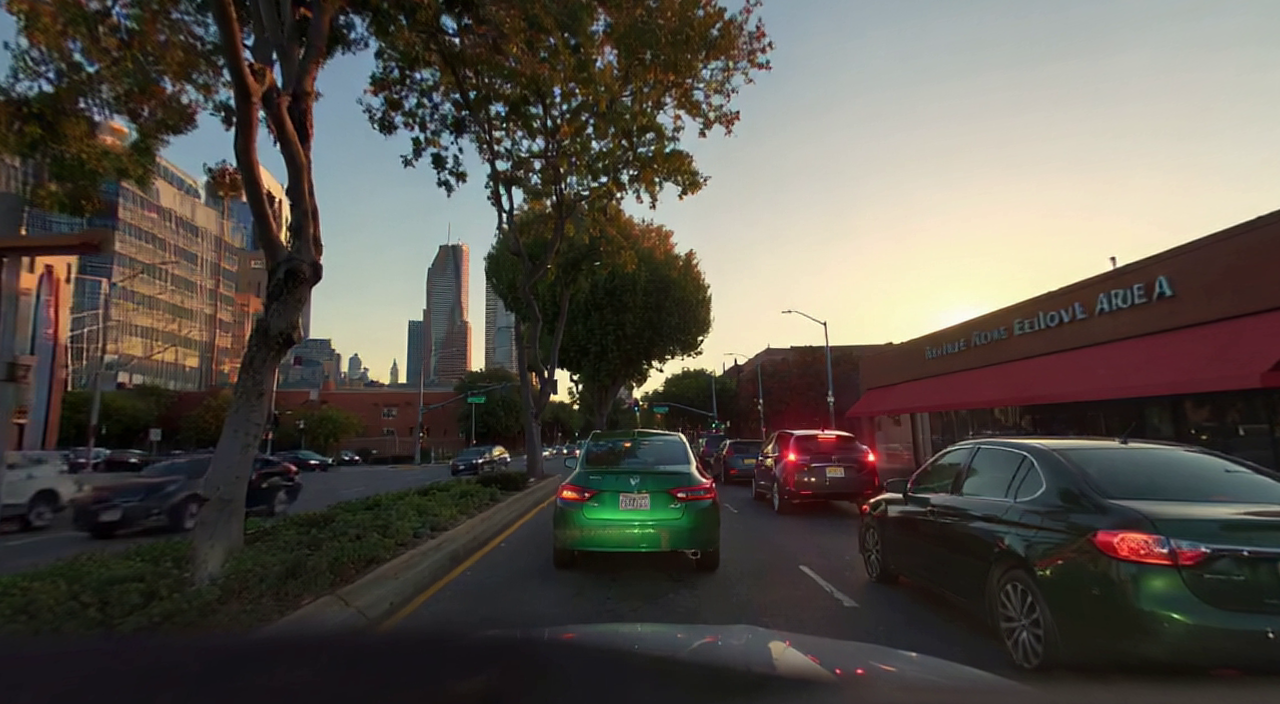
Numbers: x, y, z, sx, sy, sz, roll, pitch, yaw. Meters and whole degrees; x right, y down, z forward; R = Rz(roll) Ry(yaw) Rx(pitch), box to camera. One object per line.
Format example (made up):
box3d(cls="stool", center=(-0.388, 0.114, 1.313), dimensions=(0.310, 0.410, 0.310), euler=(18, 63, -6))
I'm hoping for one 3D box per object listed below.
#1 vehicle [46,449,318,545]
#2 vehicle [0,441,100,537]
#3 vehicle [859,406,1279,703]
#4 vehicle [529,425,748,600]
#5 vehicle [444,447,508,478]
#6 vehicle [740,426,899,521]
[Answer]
box3d(cls="vehicle", center=(-8.113, 2.554, 11.853), dimensions=(1.850, 1.417, 4.321), euler=(0, -9, 0))
box3d(cls="vehicle", center=(-13.041, 2.589, 11.842), dimensions=(2.072, 1.773, 4.329), euler=(0, -9, -2))
box3d(cls="vehicle", center=(3.302, 1.257, 4.487), dimensions=(1.988, 1.480, 4.195), euler=(0, -9, 0))
box3d(cls="vehicle", center=(-0.022, 1.655, 7.297), dimensions=(1.887, 1.487, 3.535), euler=(0, -9, 0))
box3d(cls="vehicle", center=(-8.351, 5.633, 32.568), dimensions=(2.169, 1.477, 4.168), euler=(0, -9, 0))
box3d(cls="vehicle", center=(3.535, 2.483, 13.427), dimensions=(2.025, 1.660, 4.263), euler=(0, -9, -1))
